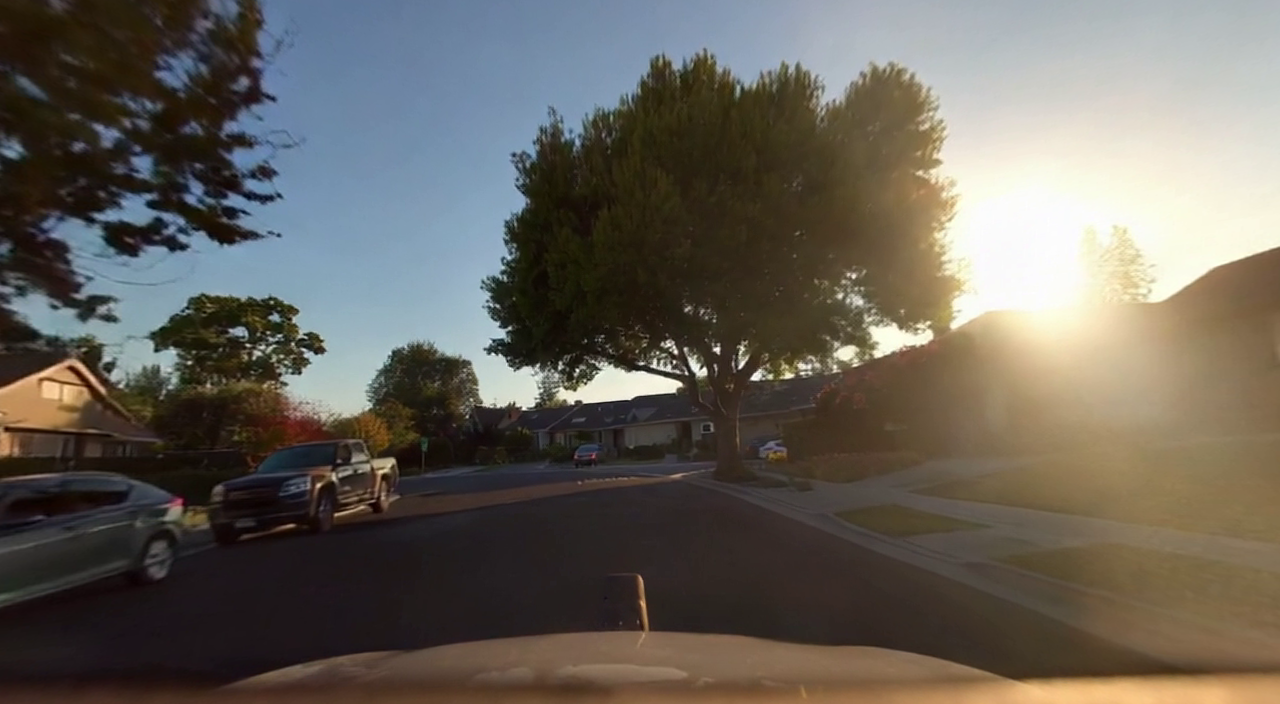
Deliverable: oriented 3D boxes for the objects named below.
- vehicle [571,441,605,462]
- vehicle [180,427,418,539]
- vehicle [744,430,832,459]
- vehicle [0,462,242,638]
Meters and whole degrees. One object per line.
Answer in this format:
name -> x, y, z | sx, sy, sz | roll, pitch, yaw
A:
vehicle -> -4.003, 7.751, 49.156 | 1.990, 1.528, 4.256 | -1, -9, 5
vehicle -> -7.042, 2.752, 14.045 | 2.338, 1.925, 5.725 | 0, -9, -3
vehicle -> 8.550, 5.318, 36.516 | 4.533, 1.557, 1.981 | 1, -6, -12
vehicle -> -6.463, 1.917, 6.590 | 2.017, 1.397, 4.004 | 0, -9, -1
